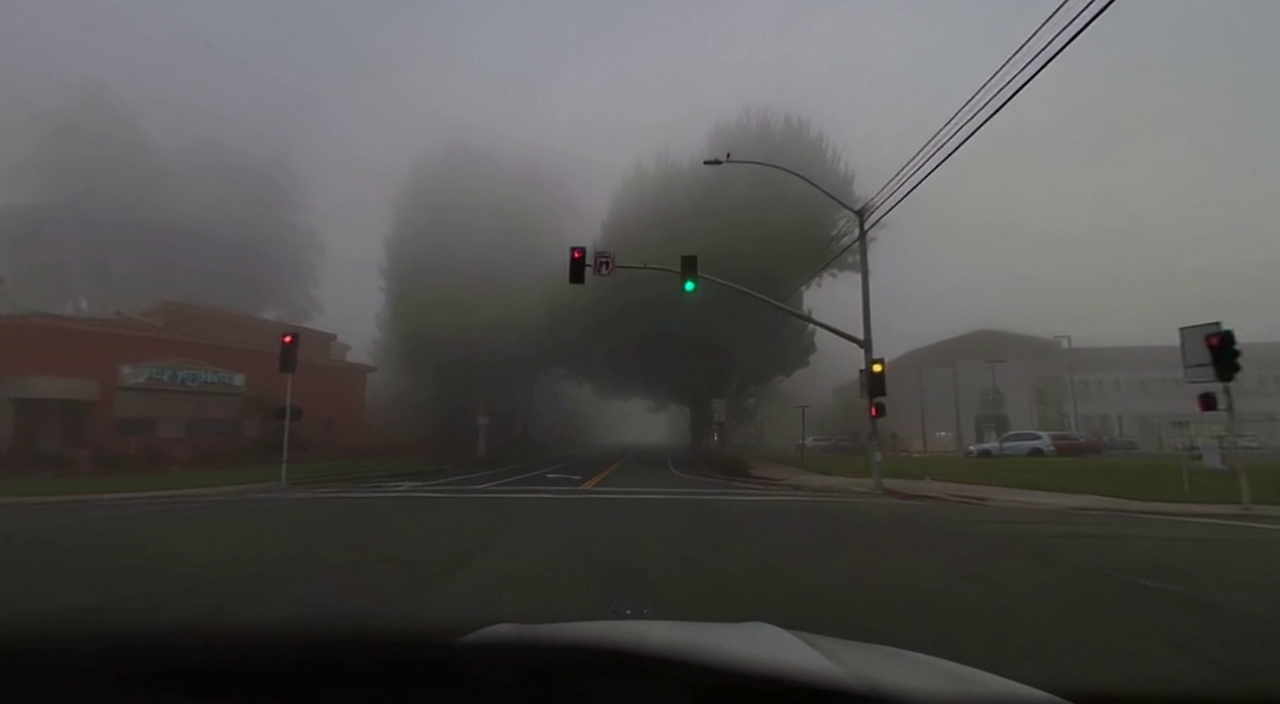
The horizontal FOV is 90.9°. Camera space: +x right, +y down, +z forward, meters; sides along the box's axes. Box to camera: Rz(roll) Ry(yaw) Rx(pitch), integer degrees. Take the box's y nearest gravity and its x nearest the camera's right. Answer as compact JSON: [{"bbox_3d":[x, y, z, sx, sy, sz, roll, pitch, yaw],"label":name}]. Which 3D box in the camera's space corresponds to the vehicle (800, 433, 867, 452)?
[{"bbox_3d":[15.186,7.116,49.635,4.693,1.437,1.799,0,-8,3],"label":"vehicle"}]
